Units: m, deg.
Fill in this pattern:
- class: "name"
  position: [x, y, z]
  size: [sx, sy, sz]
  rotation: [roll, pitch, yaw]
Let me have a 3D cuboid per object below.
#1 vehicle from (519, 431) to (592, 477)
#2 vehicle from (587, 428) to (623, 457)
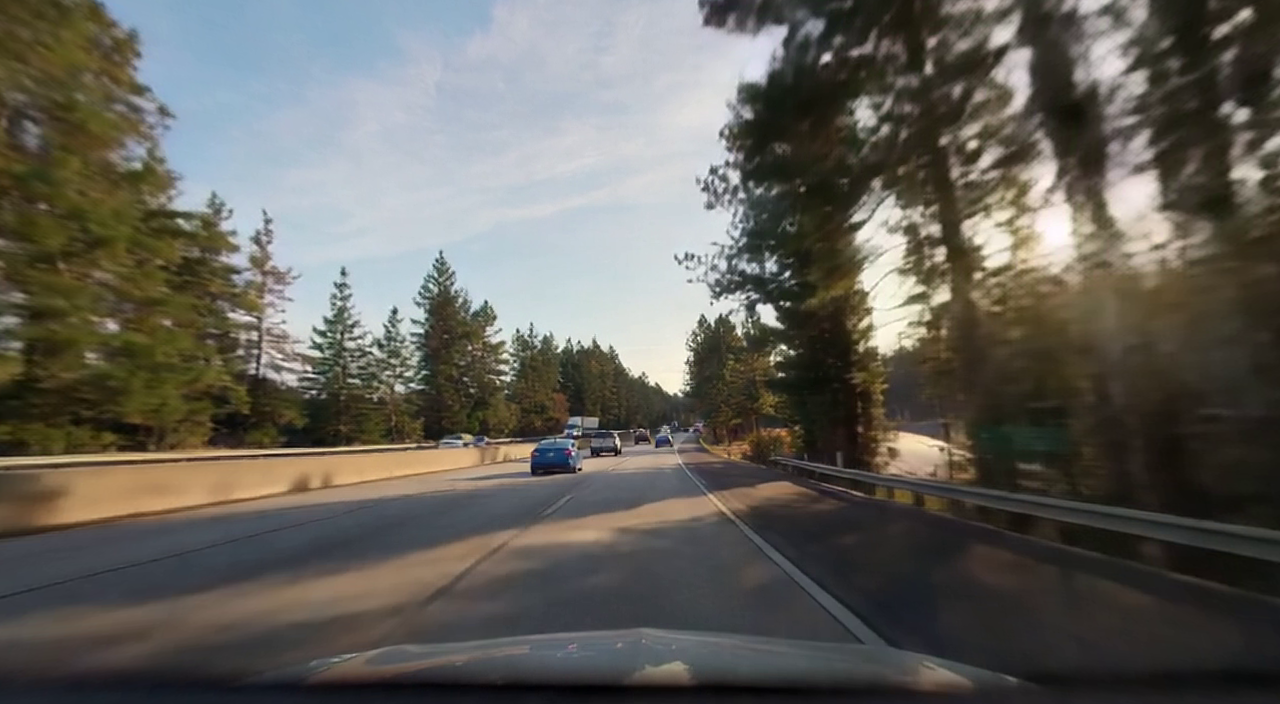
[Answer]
- class: "vehicle"
  position: [-3.114, 3.890, 24.214]
  size: [2.053, 1.589, 4.671]
  rotation: [0, -8, 2]
- class: "vehicle"
  position: [-2.666, 7.012, 48.580]
  size: [2.241, 2.095, 4.985]
  rotation: [-1, -8, 3]
